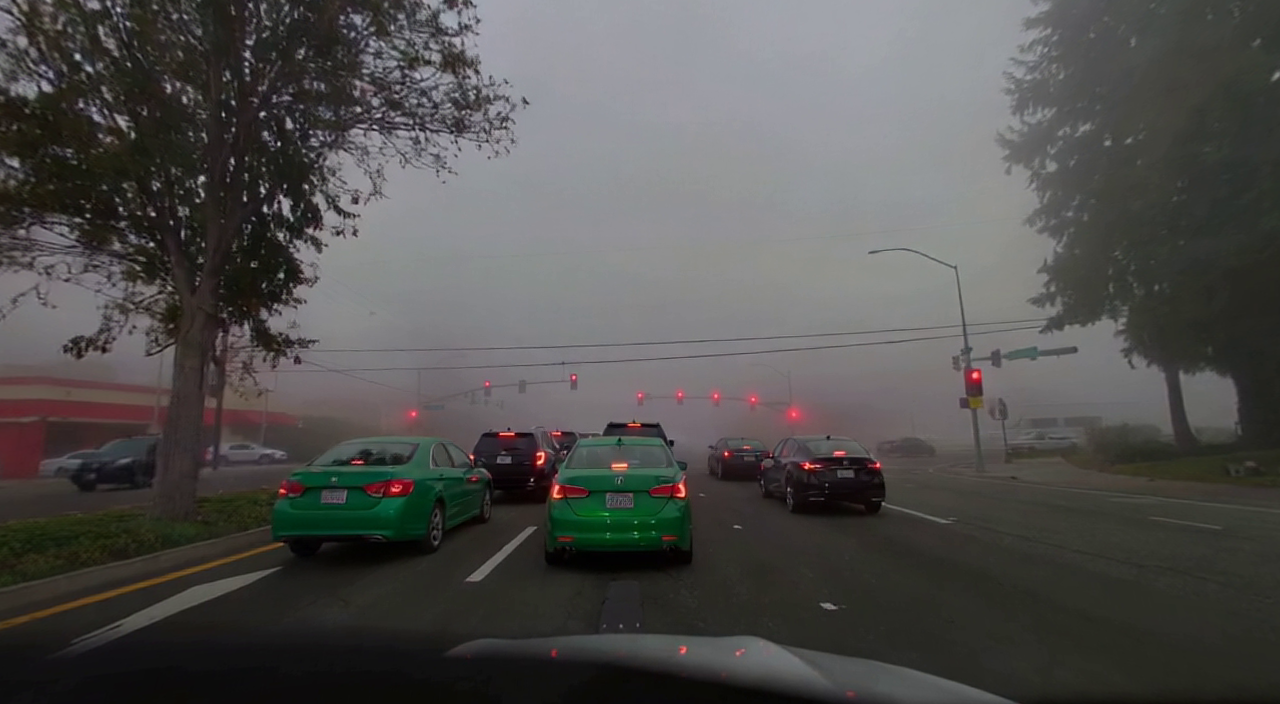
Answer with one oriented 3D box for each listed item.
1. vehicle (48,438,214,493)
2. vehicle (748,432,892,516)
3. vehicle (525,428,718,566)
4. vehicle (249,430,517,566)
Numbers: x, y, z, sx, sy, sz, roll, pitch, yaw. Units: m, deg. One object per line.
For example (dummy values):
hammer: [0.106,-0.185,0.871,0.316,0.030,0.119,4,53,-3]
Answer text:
vehicle: [-17.081,3.797,21.619,2.094,1.654,4.786,1,-8,-7]
vehicle: [3.552,2.467,13.279,1.880,1.476,3.932,0,-8,1]
vehicle: [-0.207,1.833,8.711,2.041,1.450,3.847,0,-8,0]
vehicle: [-3.195,1.886,8.952,1.917,1.441,4.128,-1,-8,2]
